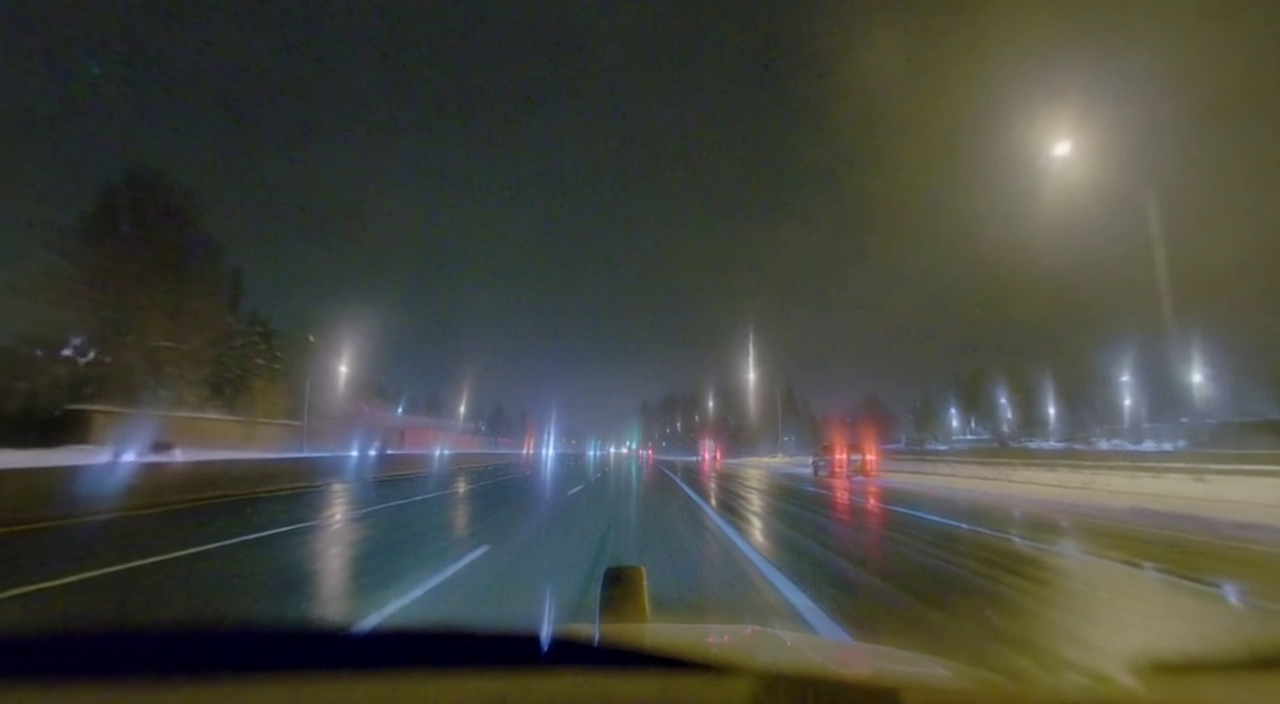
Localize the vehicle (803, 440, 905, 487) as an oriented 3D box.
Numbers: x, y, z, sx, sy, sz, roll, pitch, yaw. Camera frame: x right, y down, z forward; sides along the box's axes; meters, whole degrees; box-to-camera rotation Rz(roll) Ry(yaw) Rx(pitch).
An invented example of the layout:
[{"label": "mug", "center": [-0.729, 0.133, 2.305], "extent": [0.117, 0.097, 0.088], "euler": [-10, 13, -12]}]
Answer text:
[{"label": "vehicle", "center": [7.735, 4.053, 23.332], "extent": [2.031, 1.524, 4.657], "euler": [0, -8, -1]}]

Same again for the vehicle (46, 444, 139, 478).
[{"label": "vehicle", "center": [-25.878, 5.125, 29.909], "extent": [1.660, 1.532, 2.932], "euler": [0, -8, 2]}]

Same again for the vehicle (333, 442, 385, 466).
[{"label": "vehicle", "center": [-22.085, 8.032, 49.789], "extent": [1.986, 1.717, 4.622], "euler": [0, -8, -1]}]
